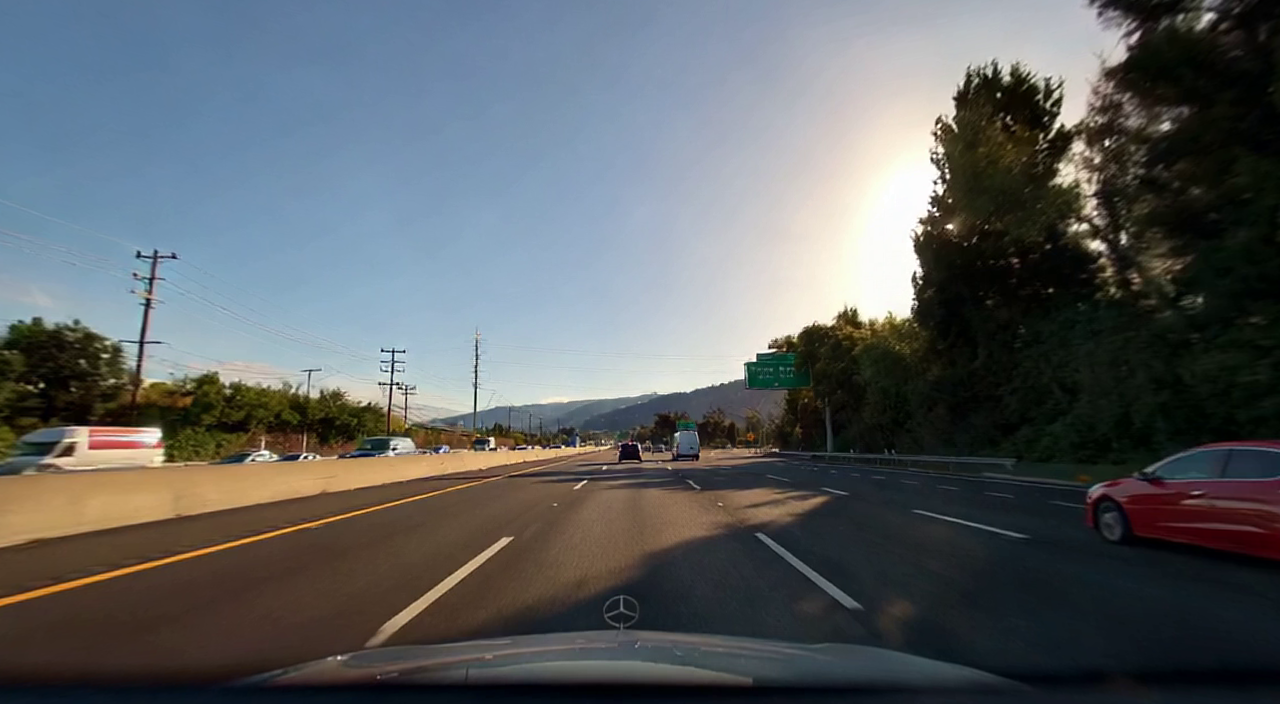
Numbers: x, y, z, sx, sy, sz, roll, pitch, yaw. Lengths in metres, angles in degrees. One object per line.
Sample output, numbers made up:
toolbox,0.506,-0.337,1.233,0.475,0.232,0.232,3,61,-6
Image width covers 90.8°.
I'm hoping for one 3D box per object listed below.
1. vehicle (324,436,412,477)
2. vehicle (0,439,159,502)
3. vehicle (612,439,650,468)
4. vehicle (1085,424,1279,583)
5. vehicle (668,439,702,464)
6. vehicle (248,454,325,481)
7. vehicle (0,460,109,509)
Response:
vehicle,-13.790,5.336,32.495,2.181,1.941,5.247,0,-9,0
vehicle,-25.344,5.015,27.428,3.257,2.357,7.209,0,-9,-1
vehicle,-0.578,6.523,40.731,2.325,1.712,4.592,0,-9,0
vehicle,7.081,1.440,6.050,2.111,1.482,4.734,0,-9,-1
vehicle,3.347,7.533,47.860,2.036,1.796,4.470,0,-9,-2
vehicle,-21.459,7.011,38.588,2.063,1.474,4.684,0,-9,-1
vehicle,-21.020,4.438,21.437,2.019,1.468,4.558,0,-9,0
